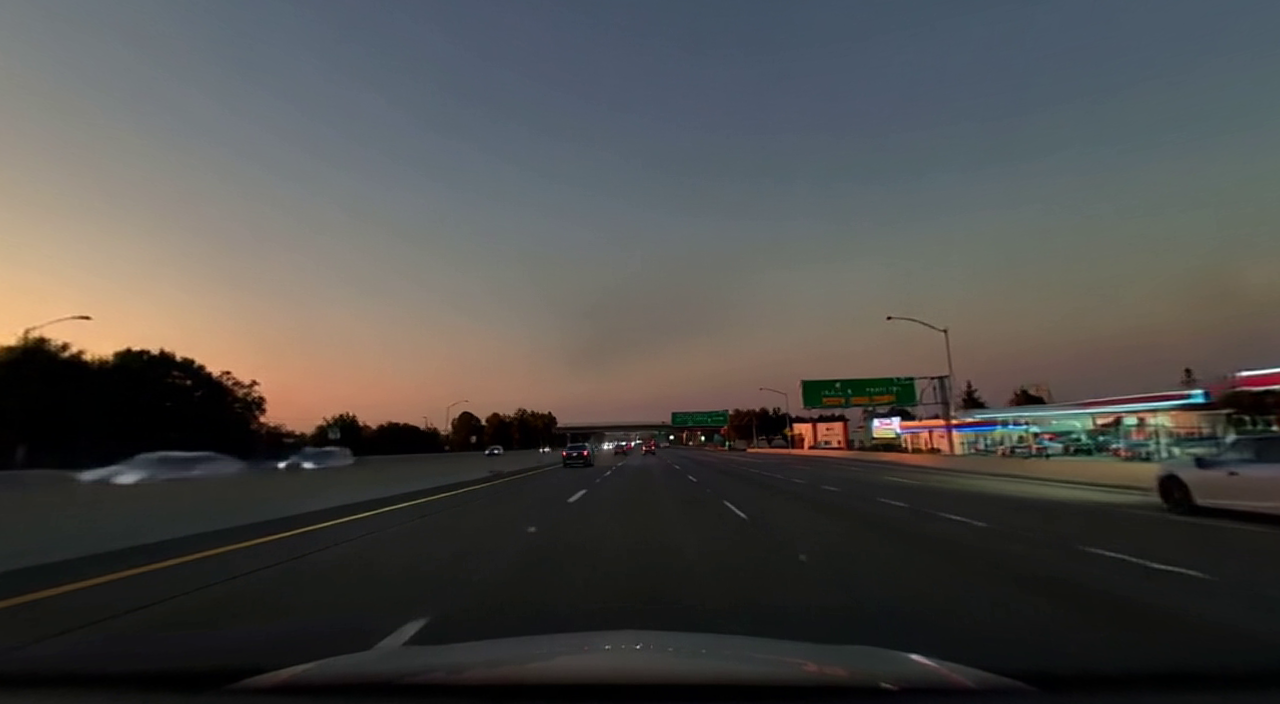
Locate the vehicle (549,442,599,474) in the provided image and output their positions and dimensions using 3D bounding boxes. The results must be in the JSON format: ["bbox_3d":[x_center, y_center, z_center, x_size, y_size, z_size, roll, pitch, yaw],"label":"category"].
[{"bbox_3d":[-3.347,5.499,32.927,2.114,1.510,4.186,-1,-9,1],"label":"vehicle"}]

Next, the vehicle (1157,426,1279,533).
[{"bbox_3d":[9.759,1.701,8.341,1.909,1.467,4.940,-1,-8,4],"label":"vehicle"}]

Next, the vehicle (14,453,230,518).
[{"bbox_3d":[-14.031,3.605,17.597,1.926,1.473,4.838,-1,-9,0],"label":"vehicle"}]

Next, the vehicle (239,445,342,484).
[{"bbox_3d":[-17.721,5.683,32.300,2.440,1.816,4.846,-1,-9,1],"label":"vehicle"}]
